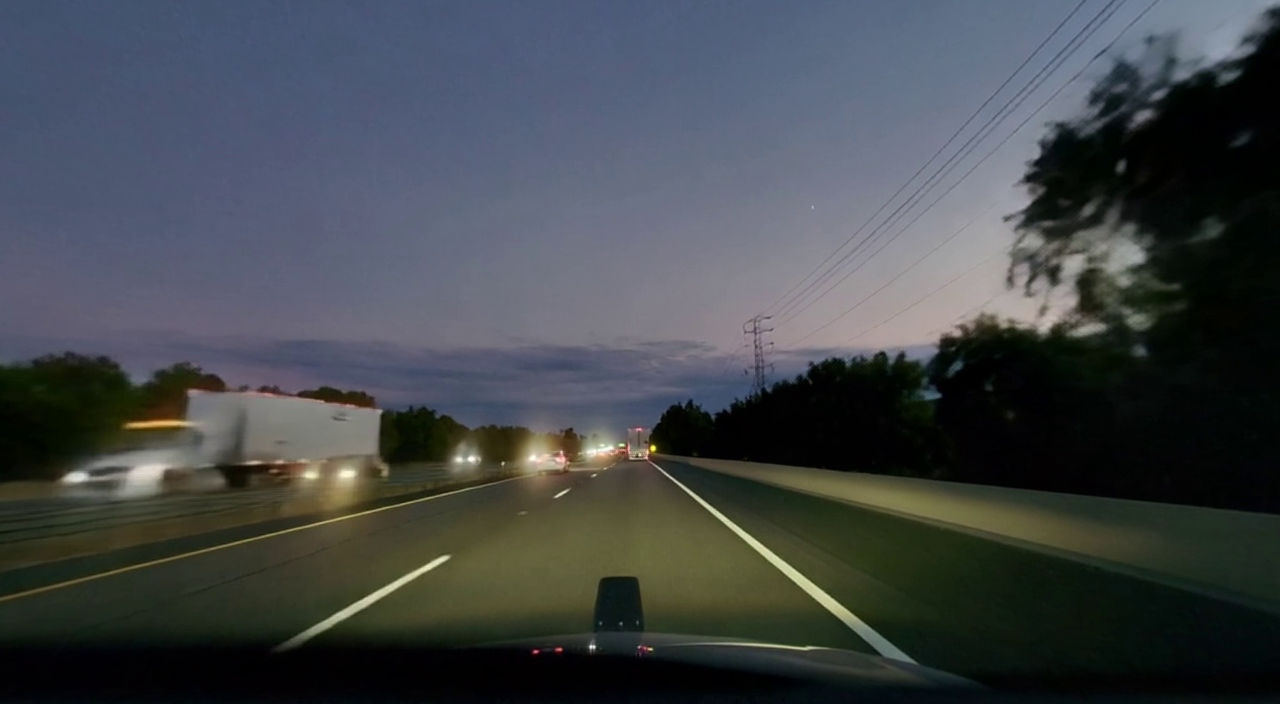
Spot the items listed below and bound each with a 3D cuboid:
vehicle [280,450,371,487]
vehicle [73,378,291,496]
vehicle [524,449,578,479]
[{"bbox_3d":[-13.411,4.954,27.189,1.826,1.447,4.044,0,-9,0],"label":"vehicle"},{"bbox_3d":[-17.207,3.383,24.625,2.941,3.886,7.160,0,-9,0],"label":"vehicle"},{"bbox_3d":[-4.490,5.742,32.593,2.106,1.445,4.404,0,-9,0],"label":"vehicle"}]
